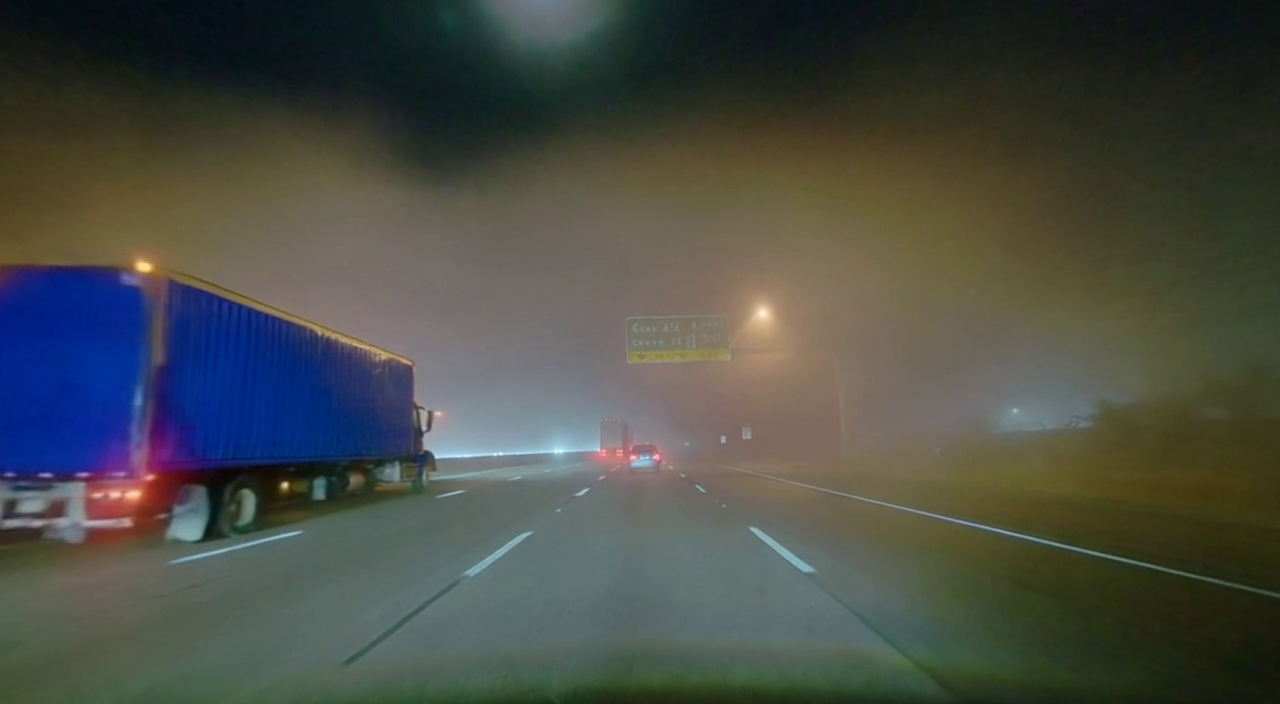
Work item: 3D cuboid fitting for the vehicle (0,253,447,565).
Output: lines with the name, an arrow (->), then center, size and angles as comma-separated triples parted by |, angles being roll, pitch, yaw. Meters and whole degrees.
vehicle -> -7.411, 1.471, 13.205 | 3.067, 3.804, 11.136 | 0, -9, 1

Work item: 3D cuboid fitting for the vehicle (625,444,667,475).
vehicle -> 0.249, 5.596, 33.029 | 2.066, 1.469, 4.050 | 0, -9, -1
